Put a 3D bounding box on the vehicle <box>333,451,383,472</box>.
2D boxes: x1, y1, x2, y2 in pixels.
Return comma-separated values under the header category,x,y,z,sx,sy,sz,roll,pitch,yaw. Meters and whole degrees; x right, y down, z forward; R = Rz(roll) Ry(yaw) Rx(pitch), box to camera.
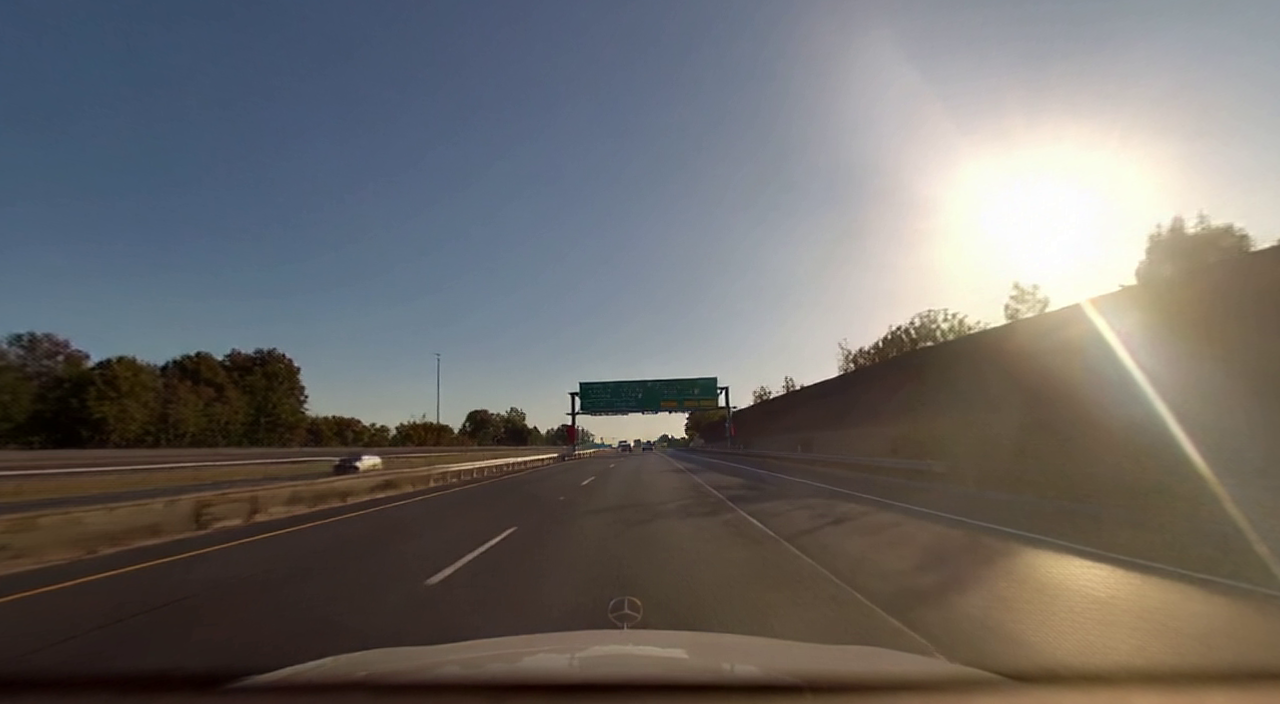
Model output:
category,x,y,z,sx,sy,sz,roll,pitch,yaw
vehicle,-20.539,7.977,45.995,1.739,1.394,3.804,0,-8,2
